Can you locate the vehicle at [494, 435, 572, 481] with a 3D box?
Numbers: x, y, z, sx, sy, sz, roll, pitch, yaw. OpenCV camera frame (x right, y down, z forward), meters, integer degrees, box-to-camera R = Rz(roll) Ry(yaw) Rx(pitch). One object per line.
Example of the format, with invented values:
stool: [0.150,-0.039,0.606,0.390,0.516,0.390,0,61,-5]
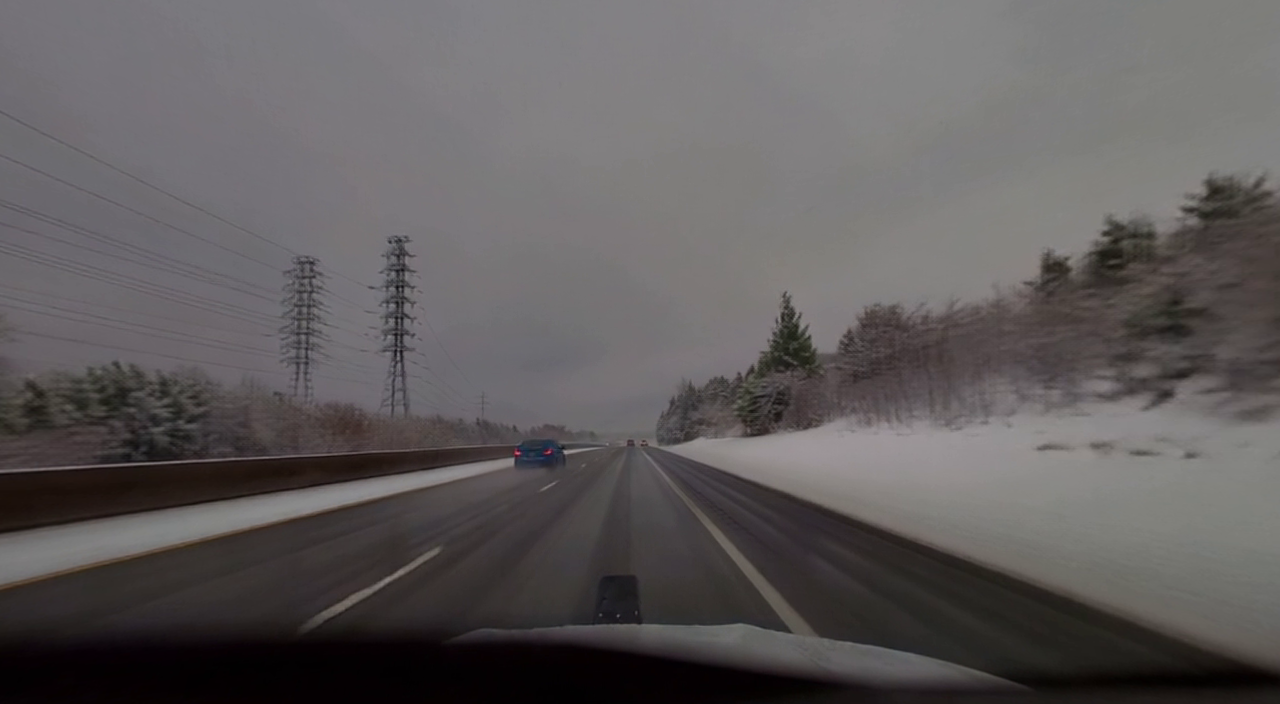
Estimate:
vehicle: [-4.032,4.064,24.613,2.158,1.604,4.679,0,-8,1]
